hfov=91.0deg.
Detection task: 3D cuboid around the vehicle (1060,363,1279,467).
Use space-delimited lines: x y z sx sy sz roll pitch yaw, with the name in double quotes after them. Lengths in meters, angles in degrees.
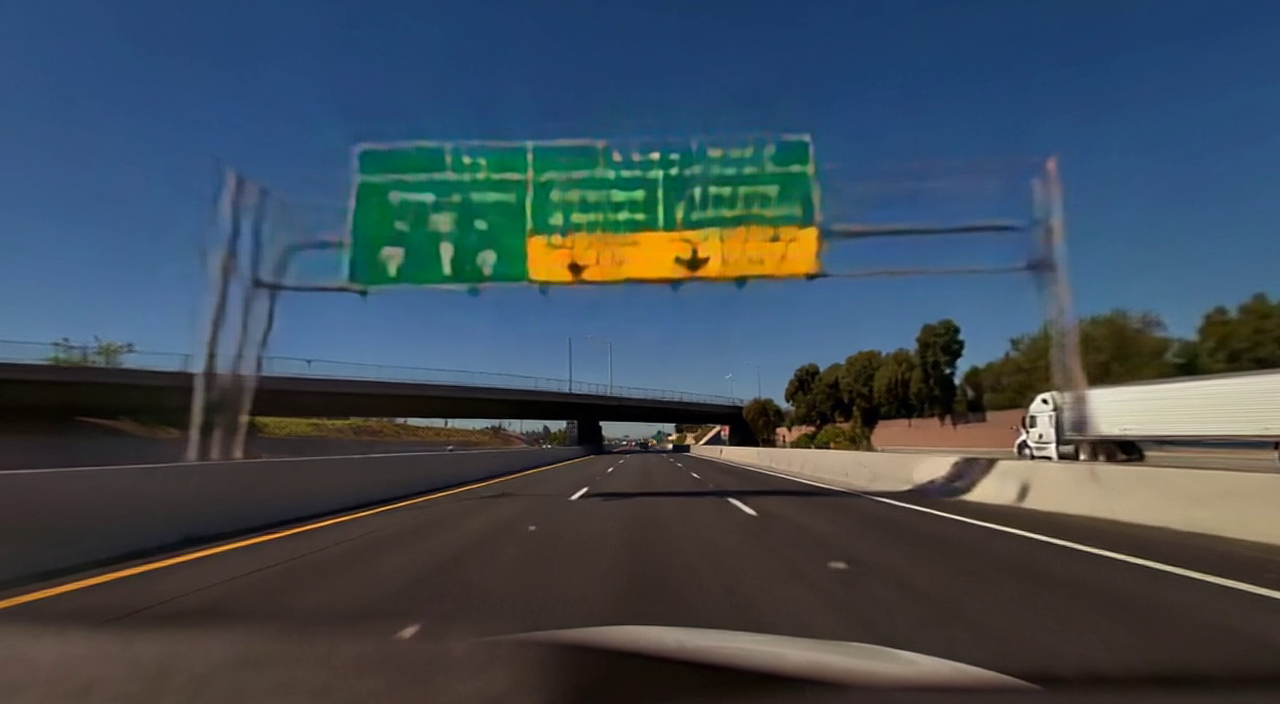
25.853 2.669 25.992 2.836 4.027 14.280 4 -9 -27 "vehicle"
